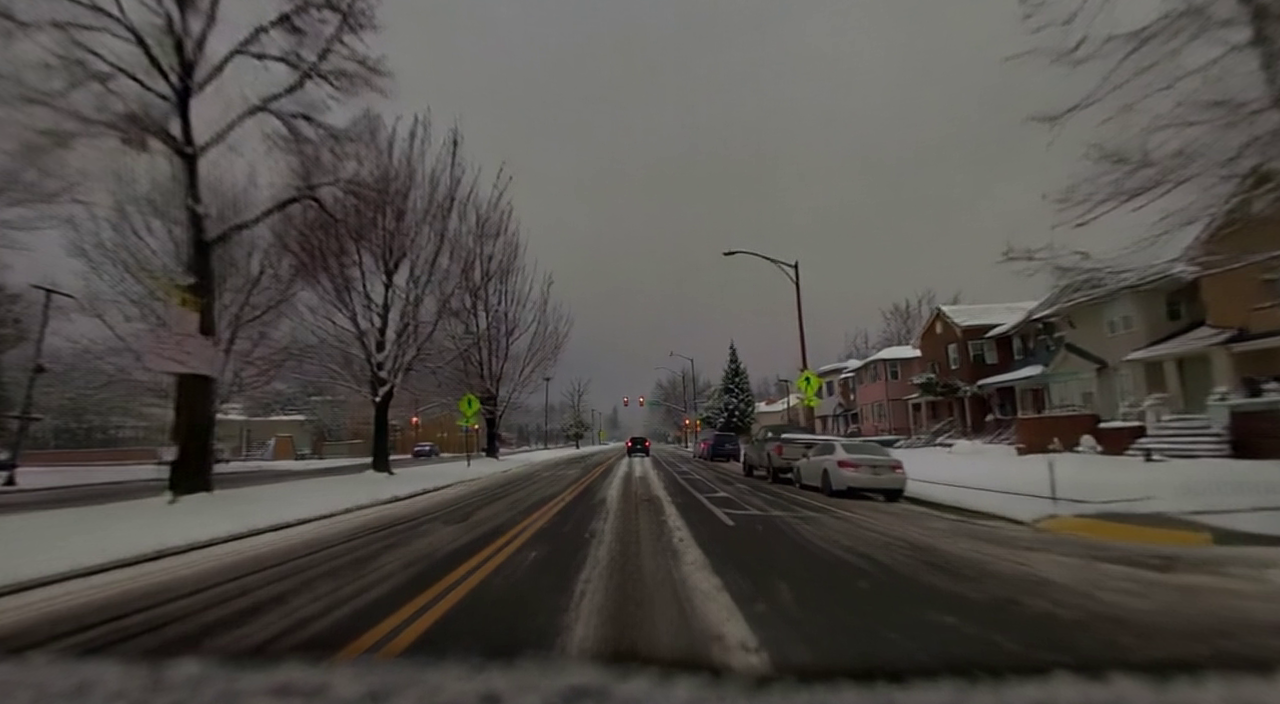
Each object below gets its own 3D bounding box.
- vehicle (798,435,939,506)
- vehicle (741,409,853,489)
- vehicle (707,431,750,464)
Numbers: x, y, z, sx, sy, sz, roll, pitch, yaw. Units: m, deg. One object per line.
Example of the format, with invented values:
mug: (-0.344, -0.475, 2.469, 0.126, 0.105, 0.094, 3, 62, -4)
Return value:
vehicle: (5.719, 3.013, 16.527, 1.940, 1.584, 4.553, 0, -9, 0)
vehicle: (5.433, 3.524, 23.014, 2.324, 2.468, 6.422, 0, -9, -1)
vehicle: (5.557, 6.053, 40.264, 2.008, 1.930, 4.919, 0, -8, 1)
